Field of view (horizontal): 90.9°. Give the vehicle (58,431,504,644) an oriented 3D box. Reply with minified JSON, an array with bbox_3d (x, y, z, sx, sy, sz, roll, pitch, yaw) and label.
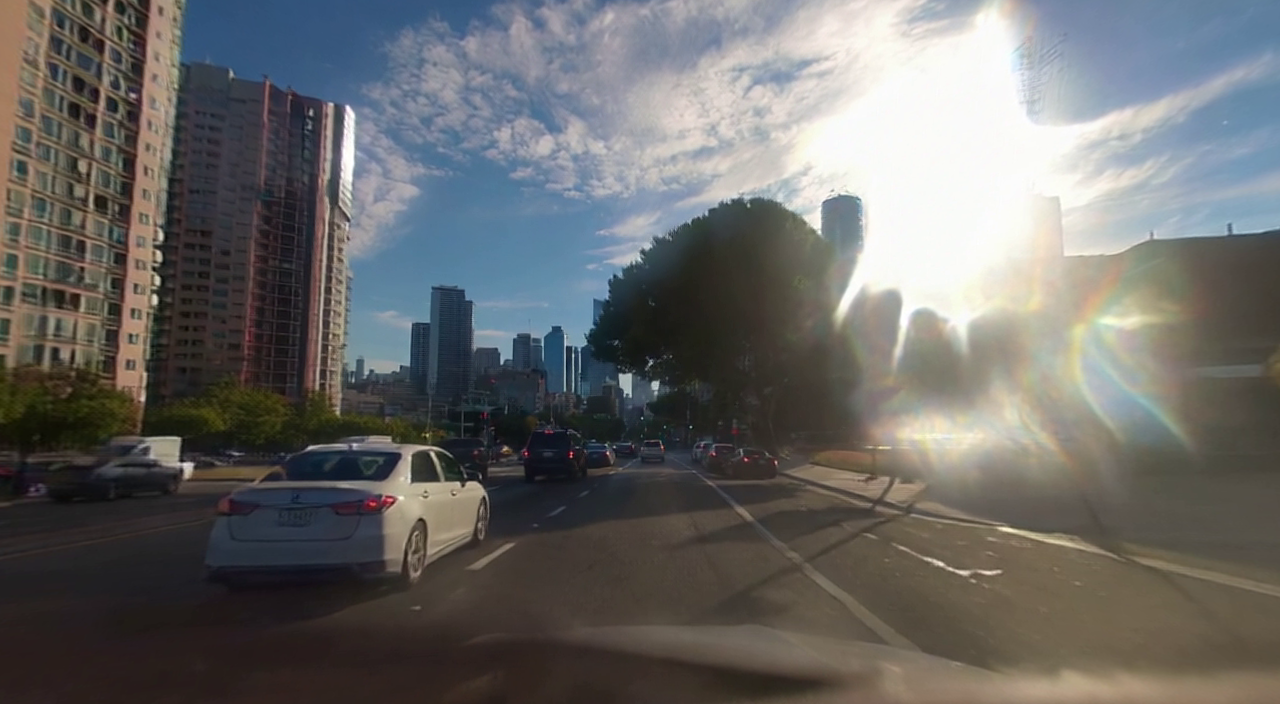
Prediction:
[{"bbox_3d":[-2.878,1.567,6.413,1.959,1.406,4.272,0,-9,1],"label":"vehicle"}]

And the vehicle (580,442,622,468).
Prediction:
[{"bbox_3d":[-2.326,6.282,38.661,2.246,1.481,4.146,0,-9,2],"label":"vehicle"}]

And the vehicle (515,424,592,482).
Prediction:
[{"bbox_3d":[-3.180,3.854,24.189,2.152,1.987,4.527,0,-9,2],"label":"vehicle"}]
